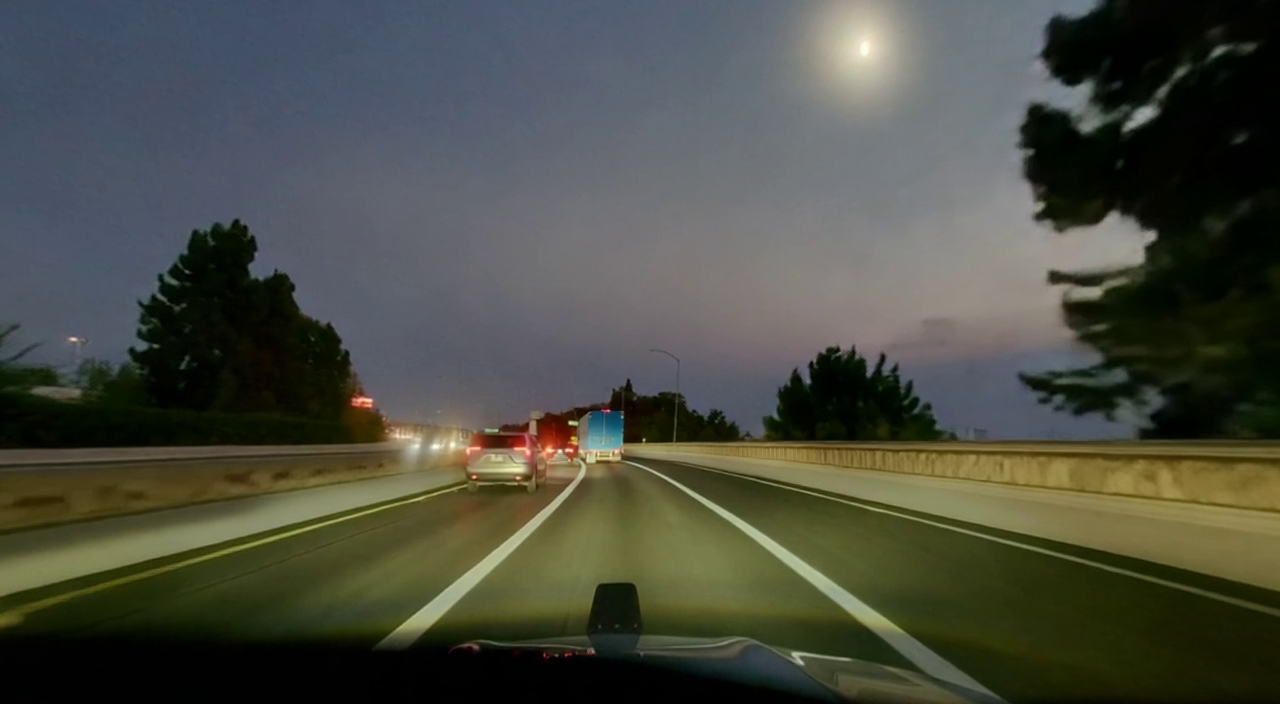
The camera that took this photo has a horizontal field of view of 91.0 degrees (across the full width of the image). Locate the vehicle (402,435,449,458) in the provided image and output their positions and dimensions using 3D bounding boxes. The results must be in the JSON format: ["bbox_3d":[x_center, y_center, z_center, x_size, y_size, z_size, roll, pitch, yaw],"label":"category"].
[{"bbox_3d":[-15.363,6.796,45.284,1.988,1.499,4.591,1,-9,-3],"label":"vehicle"}]

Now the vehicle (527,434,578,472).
[{"bbox_3d":[-4.230,4.969,31.142,2.044,1.740,4.361,1,-9,-2],"label":"vehicle"}]

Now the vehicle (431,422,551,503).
[{"bbox_3d":[-3.541,2.736,15.904,2.041,1.734,4.391,1,-9,-1],"label":"vehicle"}]
